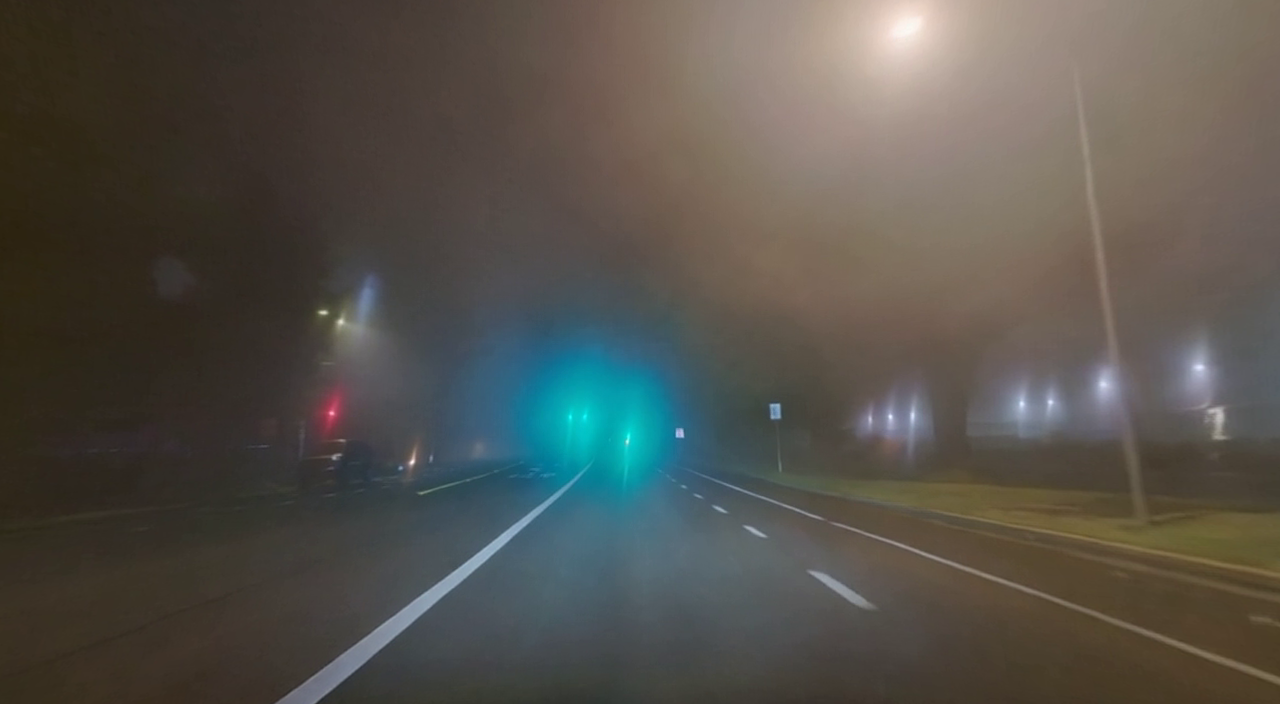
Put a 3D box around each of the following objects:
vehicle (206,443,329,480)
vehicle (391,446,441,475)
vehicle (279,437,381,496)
[{"bbox_3d":[-19.906,5.840,33.964,5.168,1.886,2.283,0,-8,2],"label":"vehicle"},{"bbox_3d":[-14.760,7.182,41.842,2.090,1.680,4.434,-2,-9,-5],"label":"vehicle"},{"bbox_3d":[-13.519,4.928,27.972,2.314,2.144,5.403,-3,-7,-6],"label":"vehicle"}]
